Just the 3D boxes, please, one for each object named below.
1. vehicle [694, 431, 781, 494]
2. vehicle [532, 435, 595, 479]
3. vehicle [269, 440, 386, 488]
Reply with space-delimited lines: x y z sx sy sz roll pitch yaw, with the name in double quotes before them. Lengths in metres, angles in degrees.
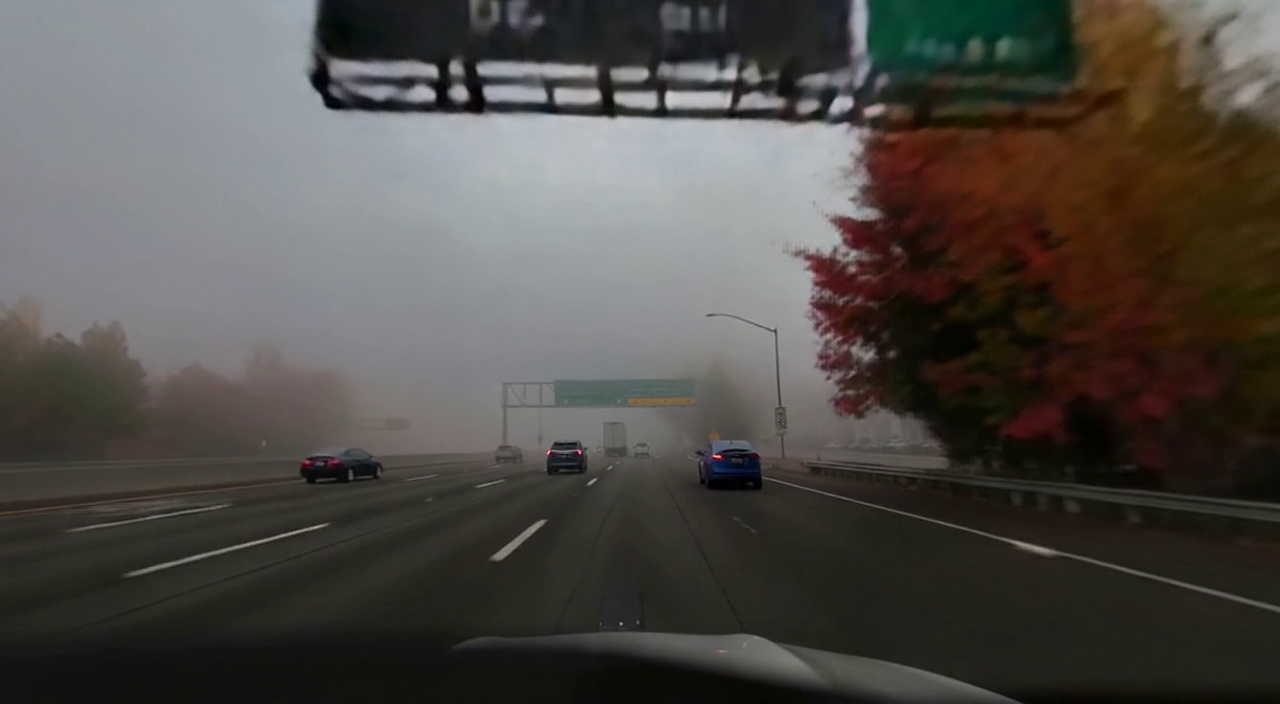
"vehicle" 2.940 3.451 20.010 2.101 1.742 4.495 0 -9 1
"vehicle" -3.208 4.526 27.355 2.111 1.742 4.315 0 -9 1
"vehicle" -10.994 3.959 22.532 1.919 1.509 4.265 0 -9 1
